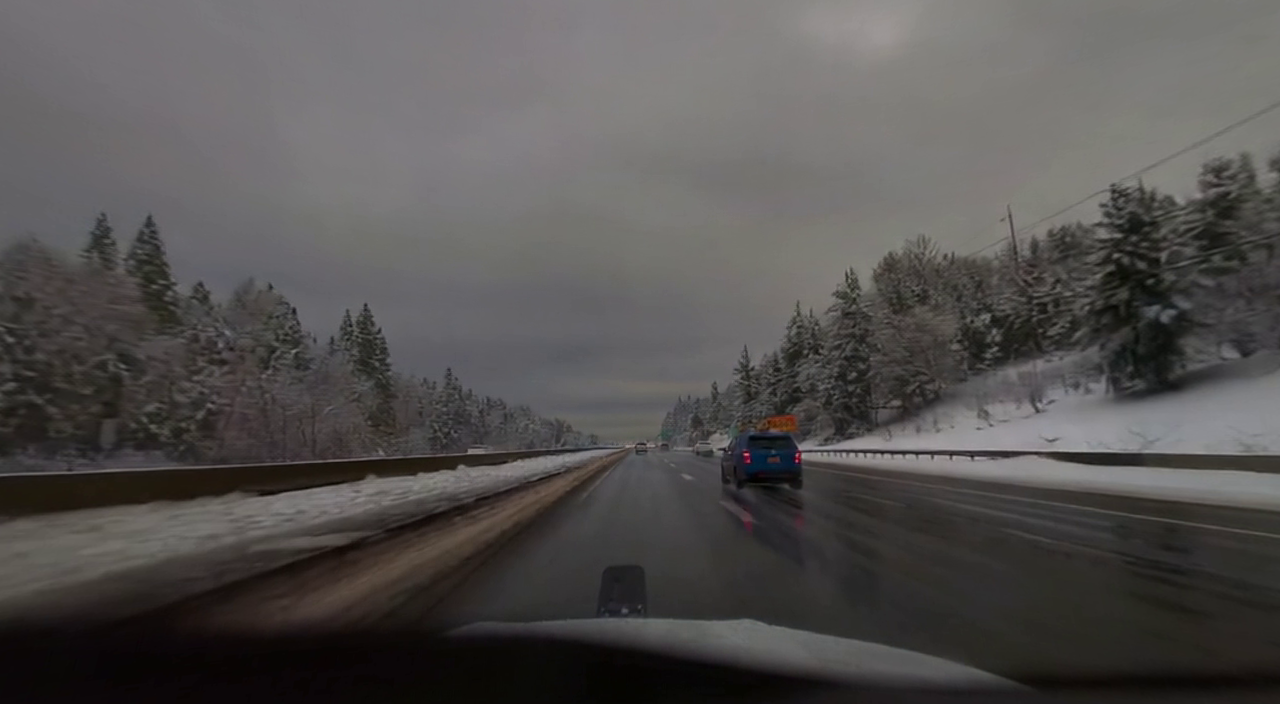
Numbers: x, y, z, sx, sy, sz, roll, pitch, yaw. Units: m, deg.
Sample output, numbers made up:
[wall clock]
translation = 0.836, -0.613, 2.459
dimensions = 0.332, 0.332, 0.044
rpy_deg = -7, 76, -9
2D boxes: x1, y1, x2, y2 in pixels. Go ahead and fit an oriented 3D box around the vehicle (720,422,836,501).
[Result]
[vehicle]
translation = 3.526, 2.882, 17.035
dimensions = 2.120, 1.832, 4.287
rpy_deg = 0, -8, 0
